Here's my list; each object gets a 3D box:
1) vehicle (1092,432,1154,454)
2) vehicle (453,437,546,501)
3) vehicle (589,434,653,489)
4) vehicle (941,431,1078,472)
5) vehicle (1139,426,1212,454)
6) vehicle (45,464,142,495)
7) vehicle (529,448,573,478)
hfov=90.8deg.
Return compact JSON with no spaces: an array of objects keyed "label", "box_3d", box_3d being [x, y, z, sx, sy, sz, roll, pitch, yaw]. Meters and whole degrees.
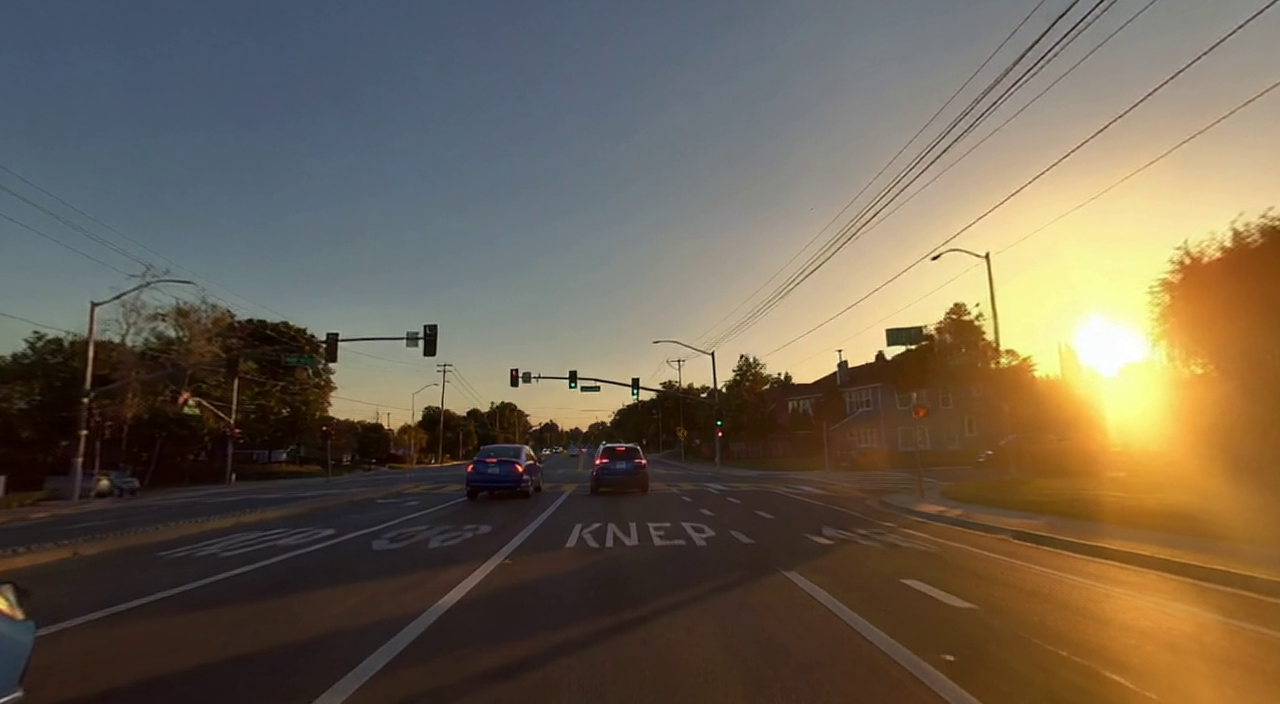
[{"label":"vehicle","box_3d":[31.859,6.036,41.806,1.754,1.414,3.590,-2,-9,11]},{"label":"vehicle","box_3d":[-4.065,3.428,18.946,1.899,1.685,4.121,0,-8,-1]},{"label":"vehicle","box_3d":[-0.734,4.043,23.602,2.155,1.836,4.250,0,-8,-2]},{"label":"vehicle","box_3d":[19.215,5.208,33.156,5.652,1.990,2.190,-2,-9,11]},{"label":"vehicle","box_3d":[34.829,5.755,41.218,1.901,1.712,3.920,-2,-9,13]},{"label":"vehicle","box_3d":[-34.691,8.063,40.139,4.533,1.738,2.151,-2,-9,11]},{"label":"vehicle","box_3d":[-4.606,5.782,33.273,1.863,1.449,4.153,0,-8,-2]}]
